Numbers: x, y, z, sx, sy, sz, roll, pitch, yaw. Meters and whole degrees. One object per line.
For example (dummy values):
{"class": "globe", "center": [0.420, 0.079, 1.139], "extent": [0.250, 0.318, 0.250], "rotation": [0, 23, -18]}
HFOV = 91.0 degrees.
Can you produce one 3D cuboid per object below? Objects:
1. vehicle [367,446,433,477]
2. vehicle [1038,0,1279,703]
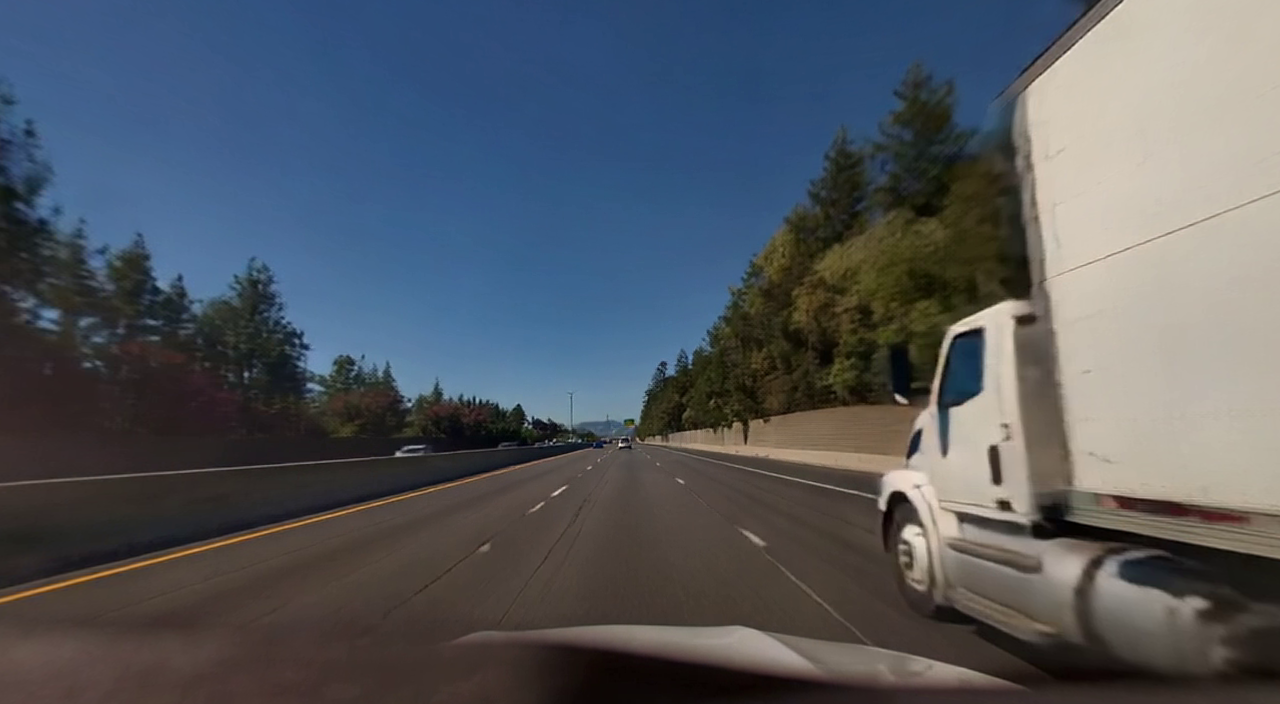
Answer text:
{"class": "vehicle", "center": [-12.610, 5.756, 33.406], "extent": [1.882, 1.483, 4.305], "rotation": [0, -8, -1]}
{"class": "vehicle", "center": [3.992, -0.626, 0.546], "extent": [3.055, 4.061, 6.127], "rotation": [0, -8, 0]}
